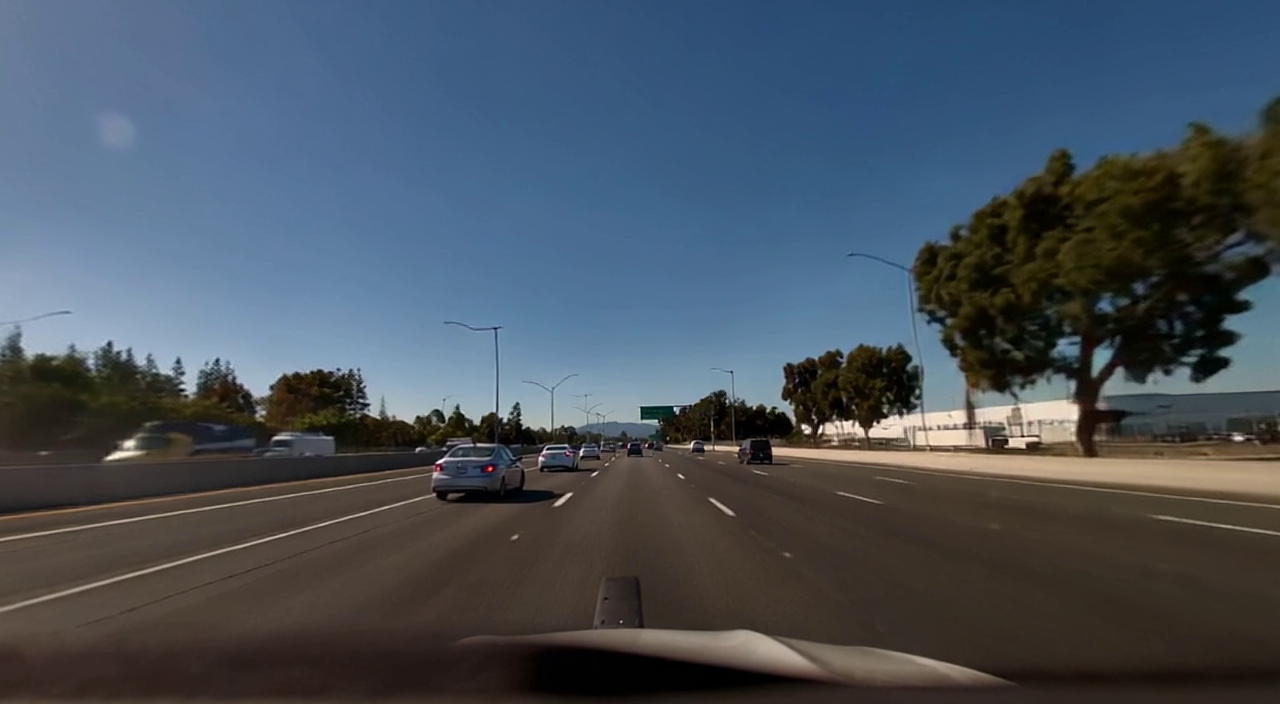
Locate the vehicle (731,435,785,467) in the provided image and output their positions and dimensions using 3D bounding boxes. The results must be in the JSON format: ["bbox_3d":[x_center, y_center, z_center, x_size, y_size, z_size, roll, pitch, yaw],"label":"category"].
[{"bbox_3d":[6.886,5.830,37.383,2.147,1.769,4.666,0,-9,-2],"label":"vehicle"}]

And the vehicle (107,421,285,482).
[{"bbox_3d":[-28.449,6.517,41.710,2.907,3.420,12.211,0,-9,0],"label":"vehicle"}]

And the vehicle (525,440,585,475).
[{"bbox_3d":[-3.826,4.832,29.155,2.047,1.469,4.614,0,-9,1],"label":"vehicle"}]

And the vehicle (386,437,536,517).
[{"bbox_3d":[-3.592,2.588,13.611,1.959,1.433,4.291,0,-9,0],"label":"vehicle"}]
